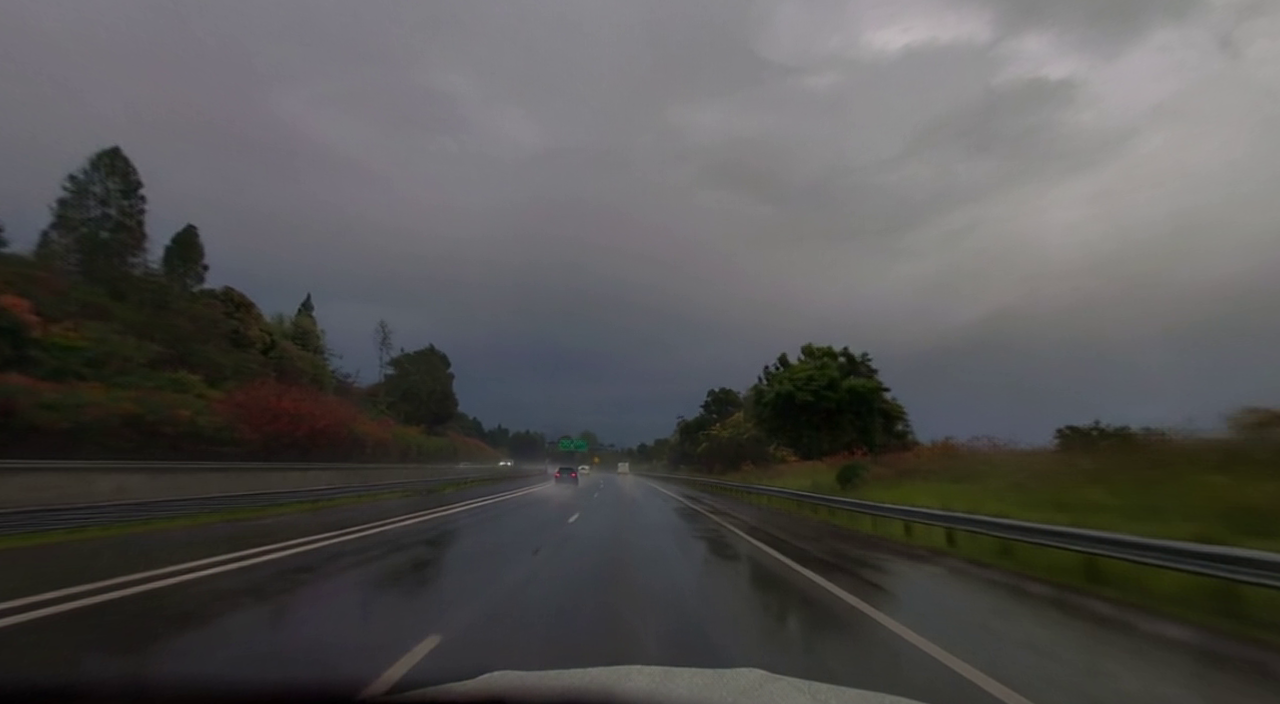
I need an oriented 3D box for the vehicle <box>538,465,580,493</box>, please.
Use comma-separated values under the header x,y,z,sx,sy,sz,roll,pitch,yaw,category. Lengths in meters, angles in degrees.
x,y,z,sx,sy,sz,roll,pitch,yaw,category
-4.868,7.715,38.377,2.115,1.546,4.638,1,-11,-2,vehicle
